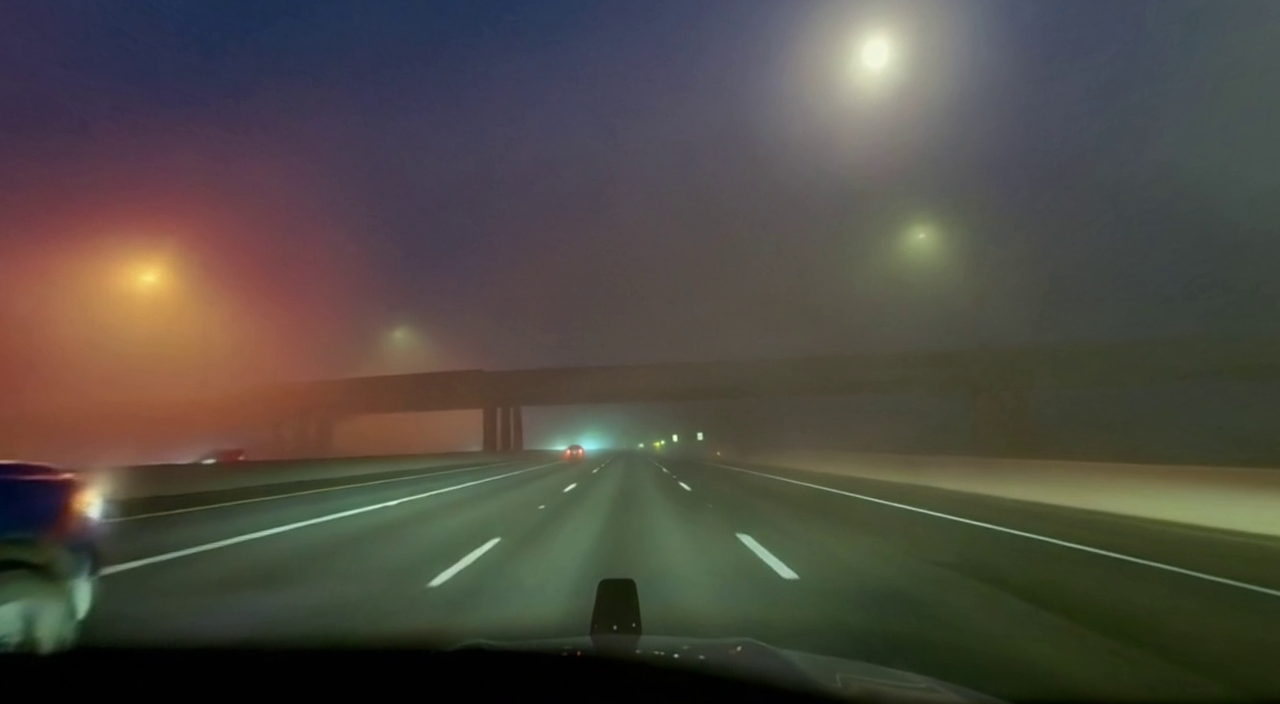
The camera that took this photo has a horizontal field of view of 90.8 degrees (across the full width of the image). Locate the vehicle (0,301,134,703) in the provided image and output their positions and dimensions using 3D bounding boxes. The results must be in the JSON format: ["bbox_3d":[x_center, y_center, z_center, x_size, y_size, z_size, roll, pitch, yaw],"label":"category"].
[{"bbox_3d":[-4.223,0.442,0.639,2.529,2.003,5.904,0,-8,0],"label":"vehicle"}]

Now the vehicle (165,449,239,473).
[{"bbox_3d":[-29.169,7.255,42.266,1.829,1.420,4.422,0,-8,-1],"label":"vehicle"}]
